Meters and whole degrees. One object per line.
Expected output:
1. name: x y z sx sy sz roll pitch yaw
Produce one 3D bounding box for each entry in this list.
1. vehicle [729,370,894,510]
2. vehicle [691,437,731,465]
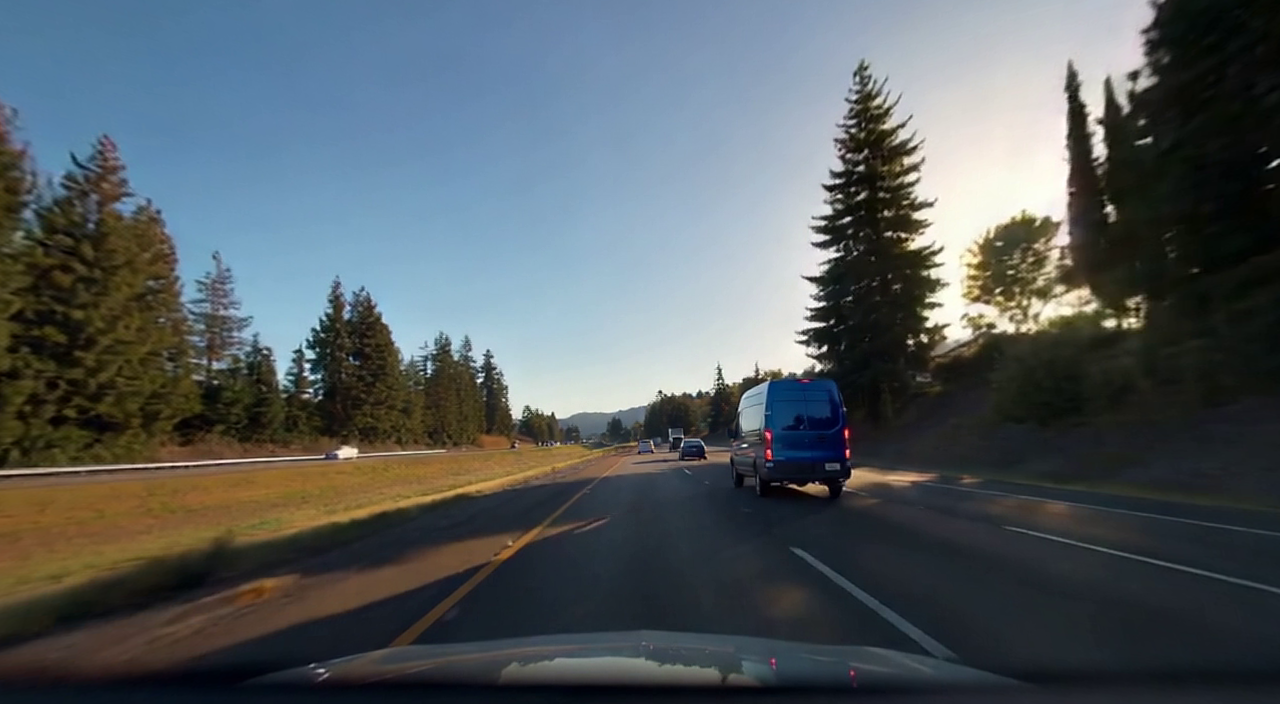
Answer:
1. vehicle: 3.690 2.107 15.085 2.302 2.670 5.912 0 -8 1
2. vehicle: 4.453 6.265 40.180 2.034 1.651 4.342 0 -8 0
